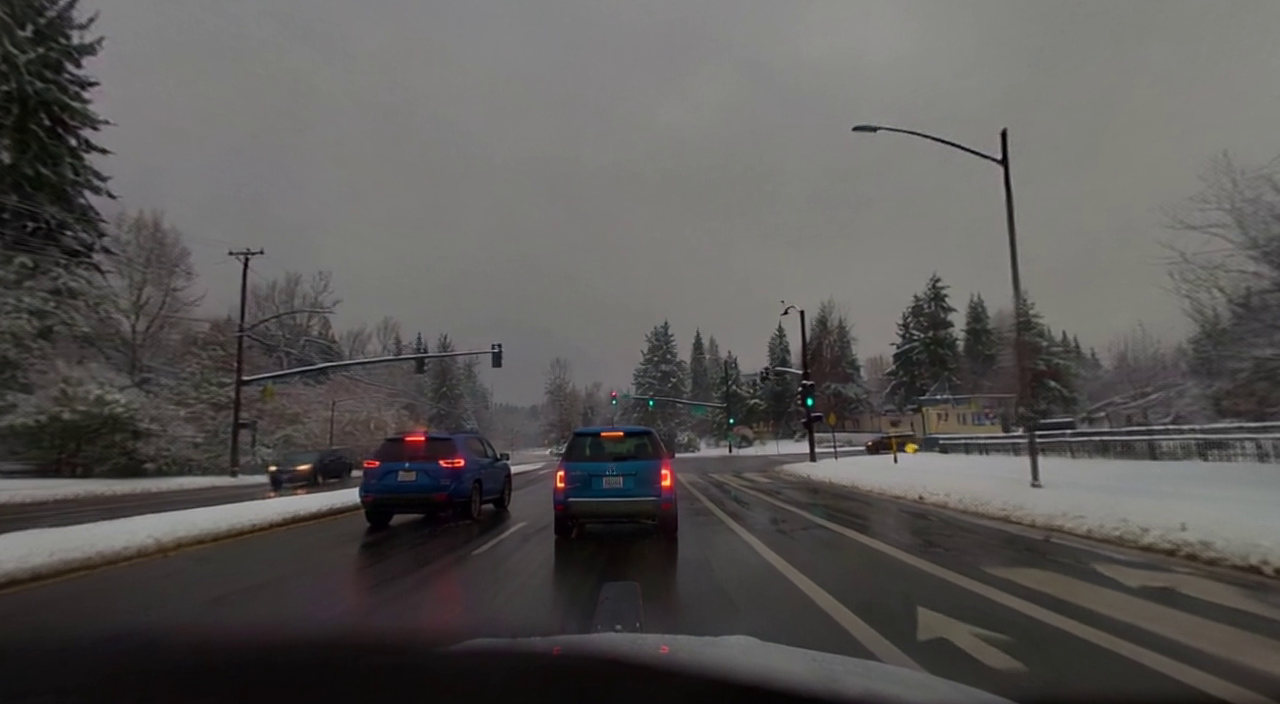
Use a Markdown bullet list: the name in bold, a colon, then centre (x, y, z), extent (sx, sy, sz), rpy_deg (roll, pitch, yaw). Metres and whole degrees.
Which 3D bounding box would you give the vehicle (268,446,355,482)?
- **vehicle**: centre (-16.059, 5.511, 31.187), extent (2.003, 1.653, 4.388), rpy_deg (0, -10, -2)

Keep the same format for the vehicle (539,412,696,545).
- **vehicle**: centre (-0.268, 2.098, 11.187), extent (2.131, 1.793, 5.016), rpy_deg (0, -8, 1)

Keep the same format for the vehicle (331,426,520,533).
- **vehicle**: centre (-3.822, 2.347, 12.254), extent (2.009, 1.673, 4.454), rpy_deg (0, -8, 1)
